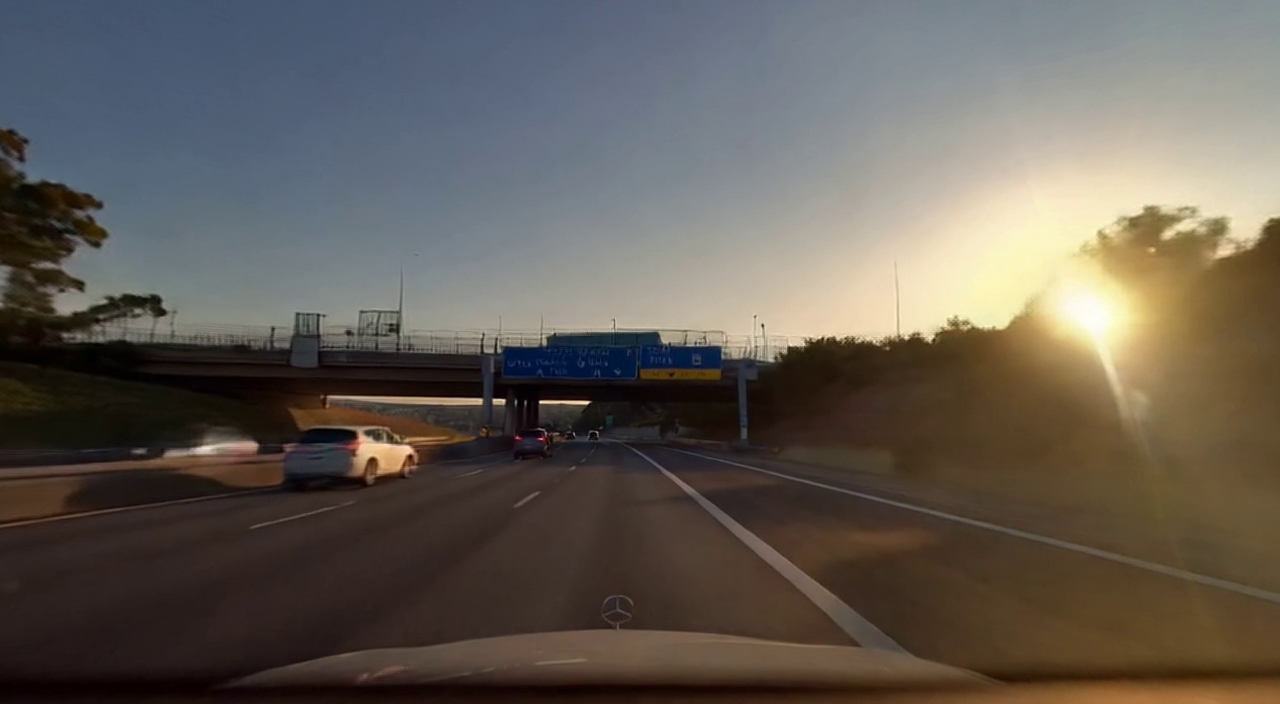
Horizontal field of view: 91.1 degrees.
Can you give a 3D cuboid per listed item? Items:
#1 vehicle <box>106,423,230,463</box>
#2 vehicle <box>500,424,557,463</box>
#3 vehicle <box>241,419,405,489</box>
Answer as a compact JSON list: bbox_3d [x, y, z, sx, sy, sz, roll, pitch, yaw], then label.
[{"bbox_3d":[-20.013,3.875,26.944,2.038,1.533,4.288,0,-8,-1],"label":"vehicle"},{"bbox_3d":[-5.288,4.404,30.335,2.007,1.727,4.040,0,-8,-1],"label":"vehicle"},{"bbox_3d":[-8.421,2.764,17.316,2.148,1.635,4.670,1,-8,-2],"label":"vehicle"}]
